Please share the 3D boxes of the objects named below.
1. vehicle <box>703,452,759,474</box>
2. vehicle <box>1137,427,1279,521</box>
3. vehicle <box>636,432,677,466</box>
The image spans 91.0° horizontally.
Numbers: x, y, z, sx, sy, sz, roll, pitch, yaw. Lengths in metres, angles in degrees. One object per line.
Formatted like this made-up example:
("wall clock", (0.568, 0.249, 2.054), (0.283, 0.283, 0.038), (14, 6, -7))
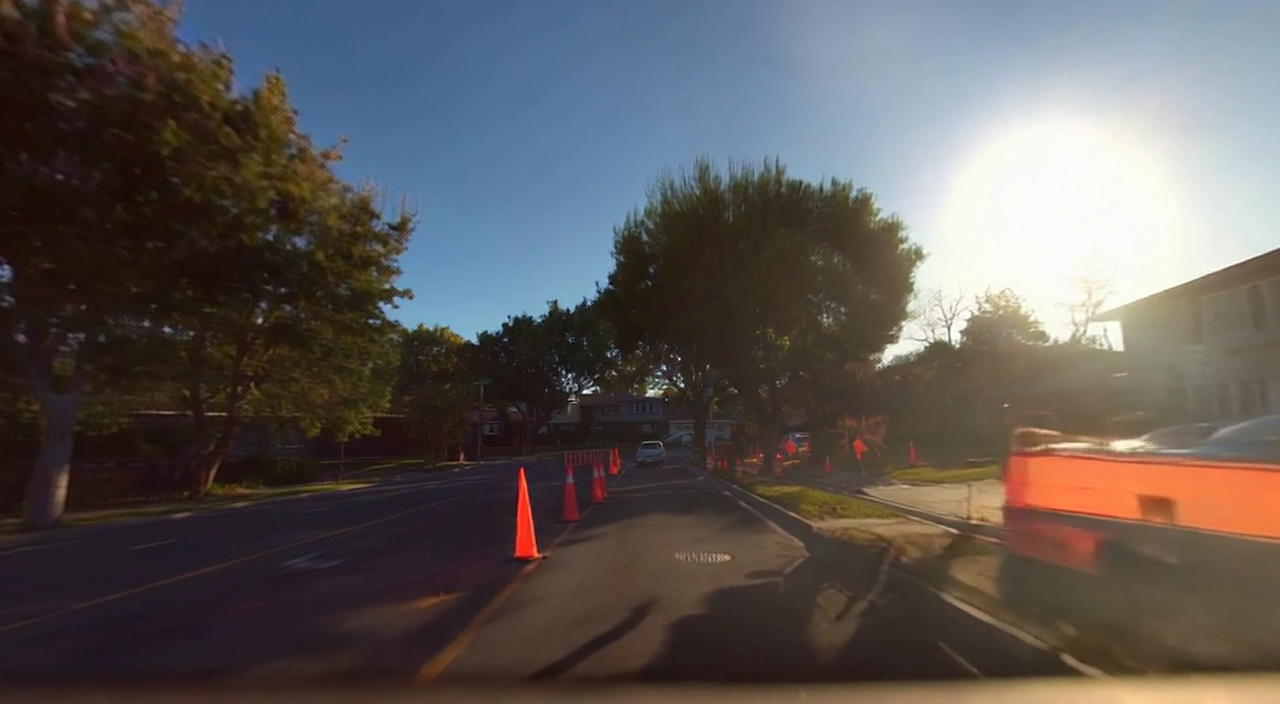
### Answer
("vehicle", (4.063, 5.009, 28.483), (2.123, 0.883, 3.024), (0, -8, 1))
("vehicle", (11.653, 2.073, 10.846), (4.463, 1.466, 1.813), (0, -9, 5))
("vehicle", (0.870, 5.374, 34.940), (2.151, 1.708, 4.084), (0, -9, 0))
